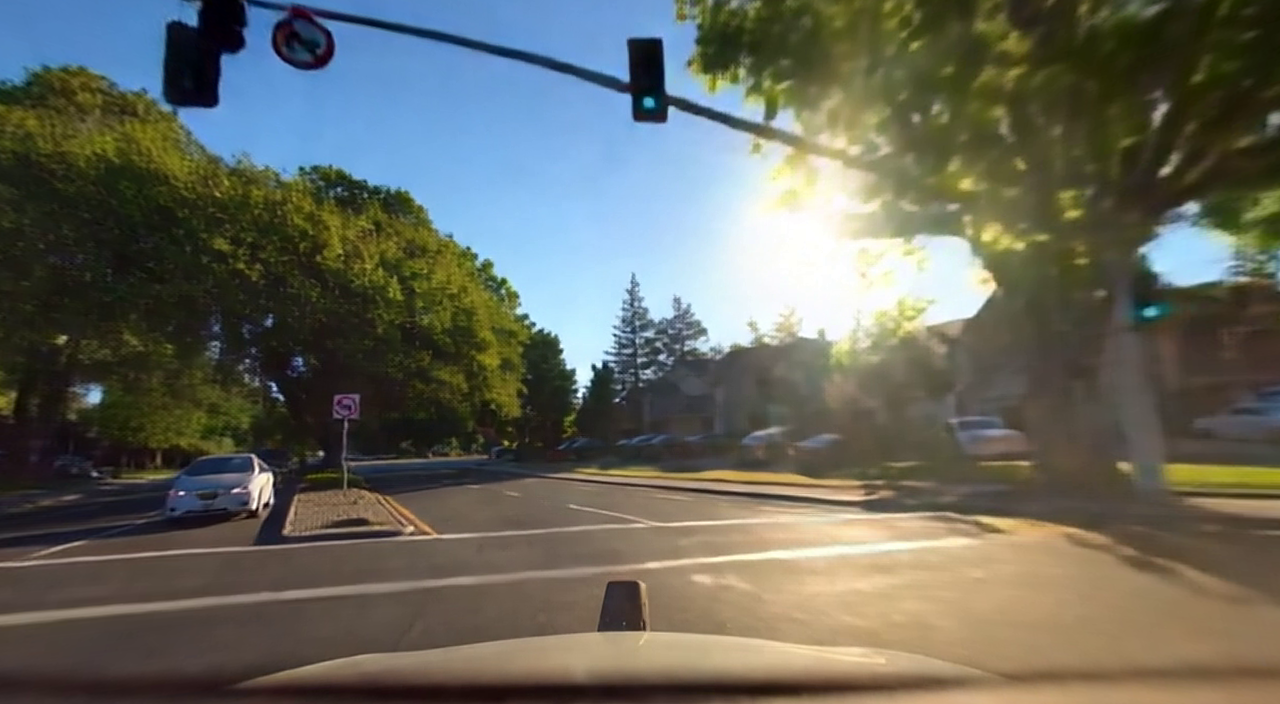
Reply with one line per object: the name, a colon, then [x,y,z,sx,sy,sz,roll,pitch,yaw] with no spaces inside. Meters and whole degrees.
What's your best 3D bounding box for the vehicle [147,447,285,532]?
vehicle: [-9.192,2.905,14.027,1.912,1.464,4.652,3,-9,-27]
